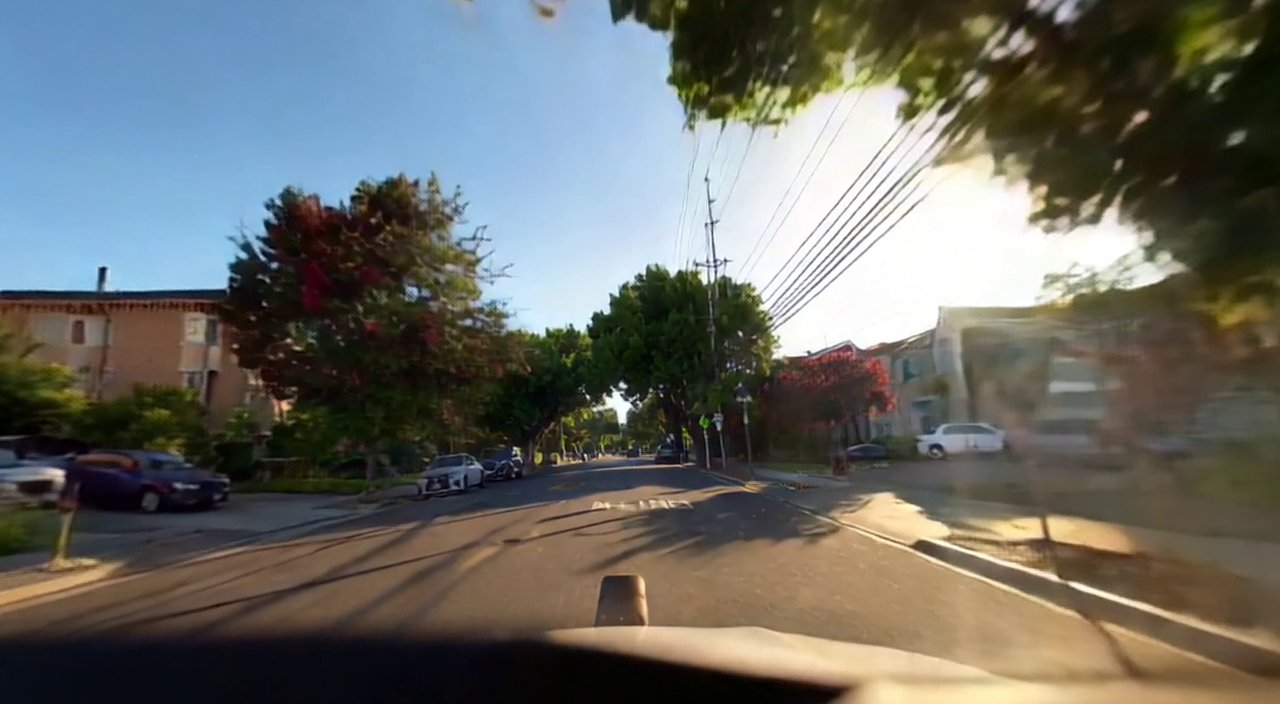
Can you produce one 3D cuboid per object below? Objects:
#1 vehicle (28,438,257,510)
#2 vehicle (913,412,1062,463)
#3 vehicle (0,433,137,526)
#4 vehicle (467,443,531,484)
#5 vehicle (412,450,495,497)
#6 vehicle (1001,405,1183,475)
[{"bbox_3d":[-13.827,3.401,17.848,4.432,1.870,2.299,0,-9,0],"label":"vehicle"},{"bbox_3d":[13.712,3.430,25.128,4.836,1.789,2.229,-7,-9,29],"label":"vehicle"},{"bbox_3d":[-14.281,2.719,13.740,4.543,1.824,2.379,0,-9,-3],"label":"vehicle"},{"bbox_3d":[-7.138,5.700,32.400,2.135,1.787,4.452,-4,-10,1],"label":"vehicle"},{"bbox_3d":[-7.093,4.639,24.440,2.041,1.587,3.920,-2,-9,0],"label":"vehicle"},{"bbox_3d":[13.587,2.729,19.350,4.145,1.767,1.880,-9,-11,30],"label":"vehicle"}]
